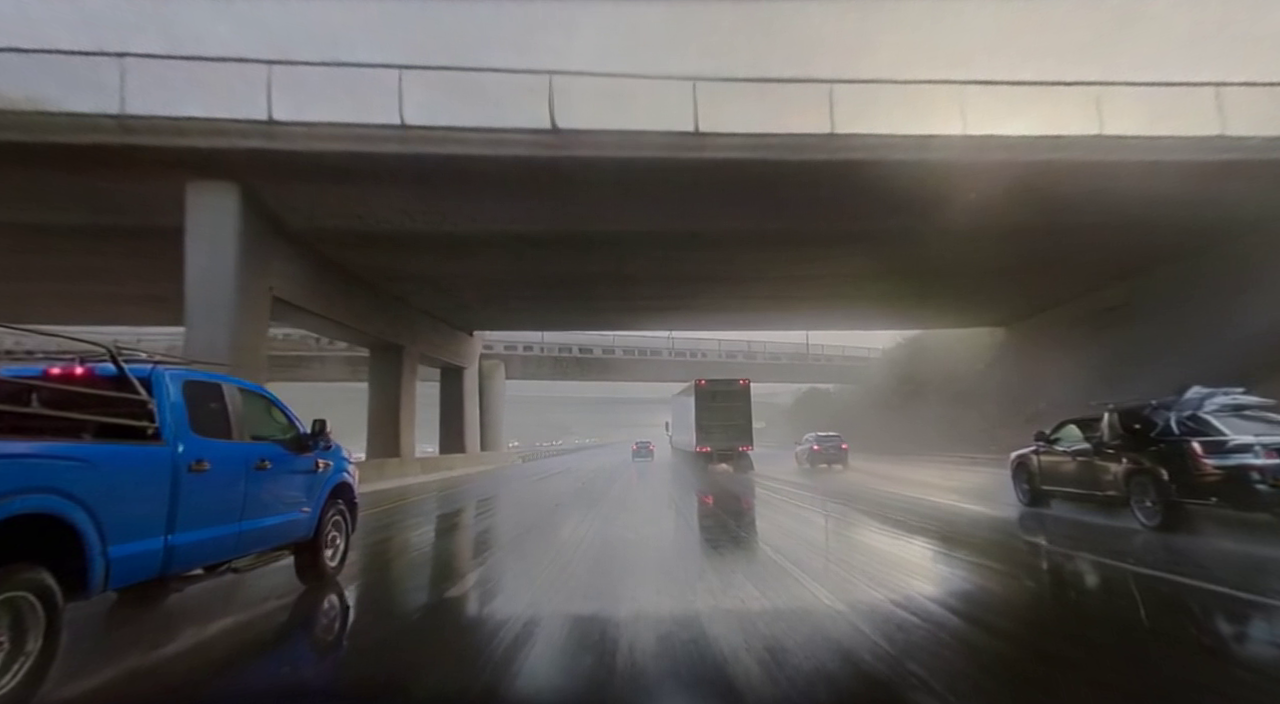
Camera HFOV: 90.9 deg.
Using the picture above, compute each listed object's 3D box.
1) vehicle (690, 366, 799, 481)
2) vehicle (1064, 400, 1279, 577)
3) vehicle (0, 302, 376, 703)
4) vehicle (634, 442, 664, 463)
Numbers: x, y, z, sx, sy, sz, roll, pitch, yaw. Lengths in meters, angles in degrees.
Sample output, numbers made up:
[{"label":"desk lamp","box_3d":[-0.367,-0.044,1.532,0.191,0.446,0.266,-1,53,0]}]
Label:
[{"label":"vehicle","box_3d":[4.176,3.457,28.773,2.885,4.036,12.891,0,-8,1]},{"label":"vehicle","box_3d":[7.219,1.430,6.848,1.999,1.700,4.640,0,-8,1]},{"label":"vehicle","box_3d":[-4.526,0.976,4.417,2.599,2.054,6.288,0,-8,0]},{"label":"vehicle","box_3d":[0.680,7.293,45.892,2.092,1.446,4.092,0,-8,1]}]
